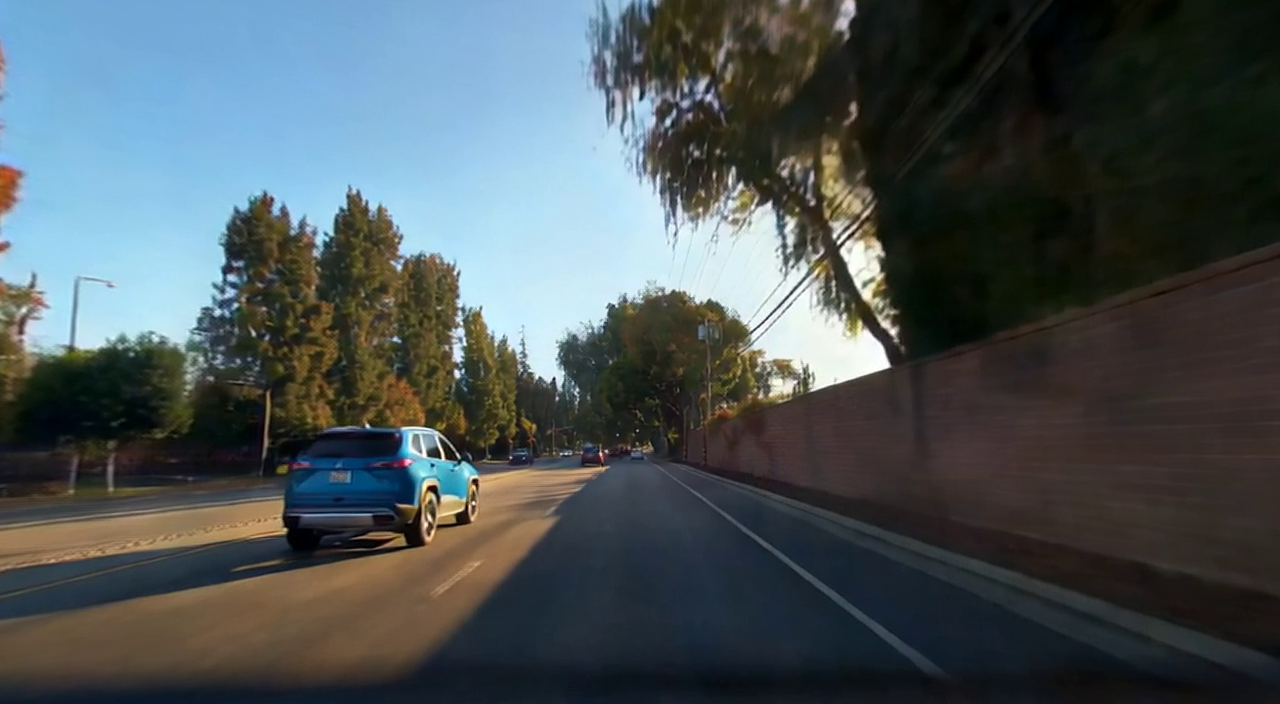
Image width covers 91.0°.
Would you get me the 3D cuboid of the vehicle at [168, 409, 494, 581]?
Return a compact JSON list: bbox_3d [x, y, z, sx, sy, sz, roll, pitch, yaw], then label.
[{"bbox_3d":[-3.660,1.781,8.704,2.147,1.730,4.555,0,-8,0],"label":"vehicle"}]
